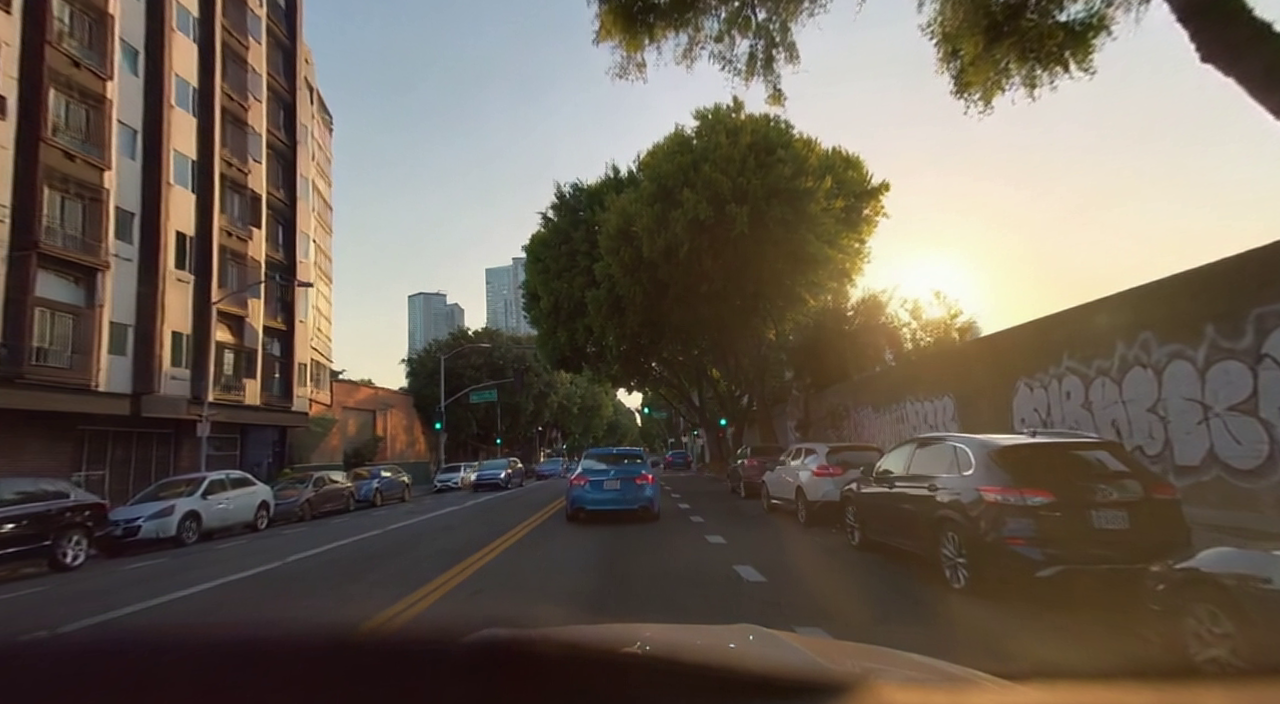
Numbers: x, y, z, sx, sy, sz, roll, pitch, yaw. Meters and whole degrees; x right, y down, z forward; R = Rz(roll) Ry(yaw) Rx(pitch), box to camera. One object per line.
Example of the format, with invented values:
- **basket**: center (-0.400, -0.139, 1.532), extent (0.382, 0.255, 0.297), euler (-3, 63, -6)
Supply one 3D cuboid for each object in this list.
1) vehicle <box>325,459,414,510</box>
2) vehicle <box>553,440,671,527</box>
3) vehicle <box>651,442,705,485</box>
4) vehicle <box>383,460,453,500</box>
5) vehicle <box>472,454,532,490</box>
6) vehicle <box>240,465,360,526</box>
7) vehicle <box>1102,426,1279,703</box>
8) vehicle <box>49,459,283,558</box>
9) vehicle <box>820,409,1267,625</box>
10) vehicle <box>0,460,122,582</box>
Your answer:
- **vehicle**: center (-11.063, 5.400, 26.121), extent (1.822, 1.639, 4.144), euler (-6, -8, 0)
- **vehicle**: center (-0.526, 2.749, 13.840), extent (2.166, 1.579, 4.300), euler (0, -8, 0)
- **vehicle**: center (1.678, 4.997, 28.570), extent (2.207, 1.761, 4.292), euler (-1, -8, 2)
- **vehicle**: center (-11.115, 6.406, 31.979), extent (1.931, 1.499, 4.645), euler (-6, -8, -2)
- **vehicle**: center (-6.690, 5.854, 31.094), extent (1.906, 1.445, 4.490), euler (-4, -8, 0)
- **vehicle**: center (-11.002, 4.630, 20.840), extent (1.741, 1.506, 4.370), euler (-4, -8, -3)
- **vehicle**: center (4.186, 1.010, 2.077), extent (1.955, 1.535, 4.266), euler (2, -9, -3)
- **vehicle**: center (-10.944, 3.575, 15.159), extent (2.276, 1.741, 4.439), euler (-4, -8, -1)
- **vehicle**: center (4.206, 1.789, 8.061), extent (2.097, 1.811, 5.230), euler (0, -8, -2)
- **vehicle**: center (-10.810, 2.701, 9.654), extent (1.988, 1.781, 4.827), euler (-5, -8, -4)
